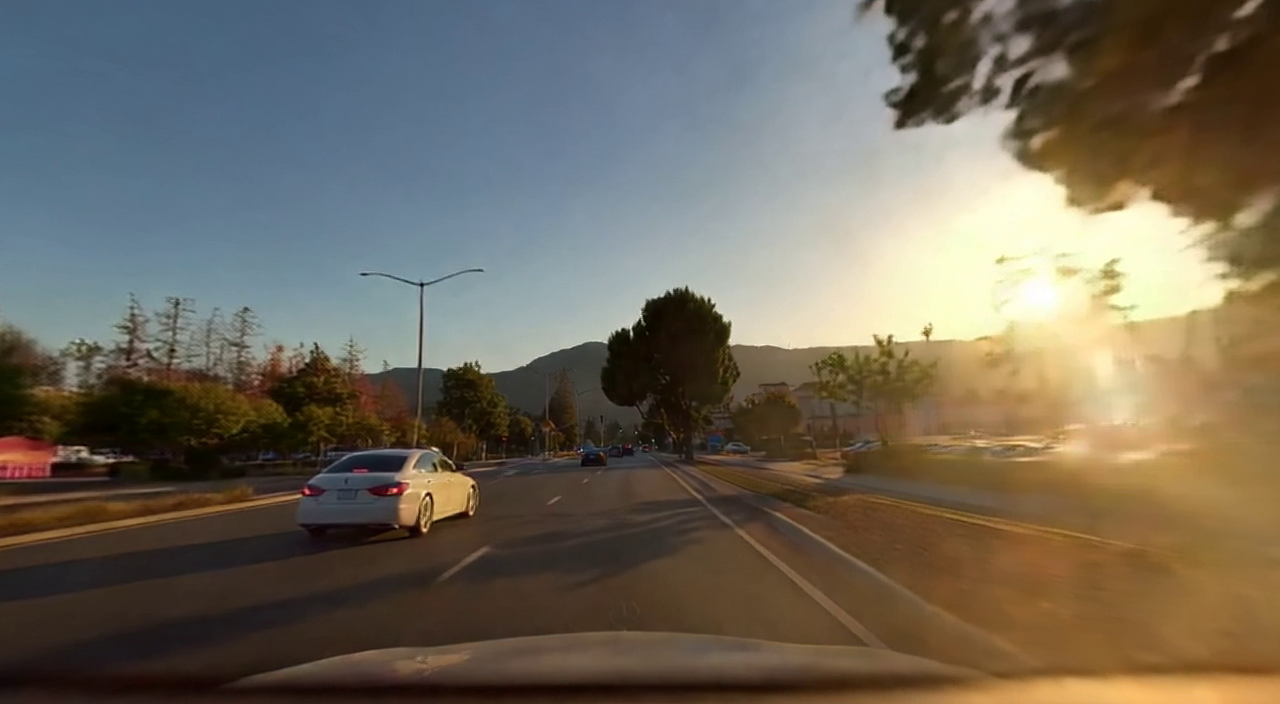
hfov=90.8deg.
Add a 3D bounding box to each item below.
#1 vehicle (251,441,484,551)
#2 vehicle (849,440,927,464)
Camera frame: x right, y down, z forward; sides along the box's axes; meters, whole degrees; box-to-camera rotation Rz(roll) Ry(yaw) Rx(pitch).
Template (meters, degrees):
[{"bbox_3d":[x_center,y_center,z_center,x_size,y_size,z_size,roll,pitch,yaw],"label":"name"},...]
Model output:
[{"bbox_3d":[-4.242,2.289,10.830,2.003,1.454,4.484,0,-9,0],"label":"vehicle"},{"bbox_3d":[16.087,6.524,41.117,4.197,1.466,1.930,0,-9,-2],"label":"vehicle"}]
